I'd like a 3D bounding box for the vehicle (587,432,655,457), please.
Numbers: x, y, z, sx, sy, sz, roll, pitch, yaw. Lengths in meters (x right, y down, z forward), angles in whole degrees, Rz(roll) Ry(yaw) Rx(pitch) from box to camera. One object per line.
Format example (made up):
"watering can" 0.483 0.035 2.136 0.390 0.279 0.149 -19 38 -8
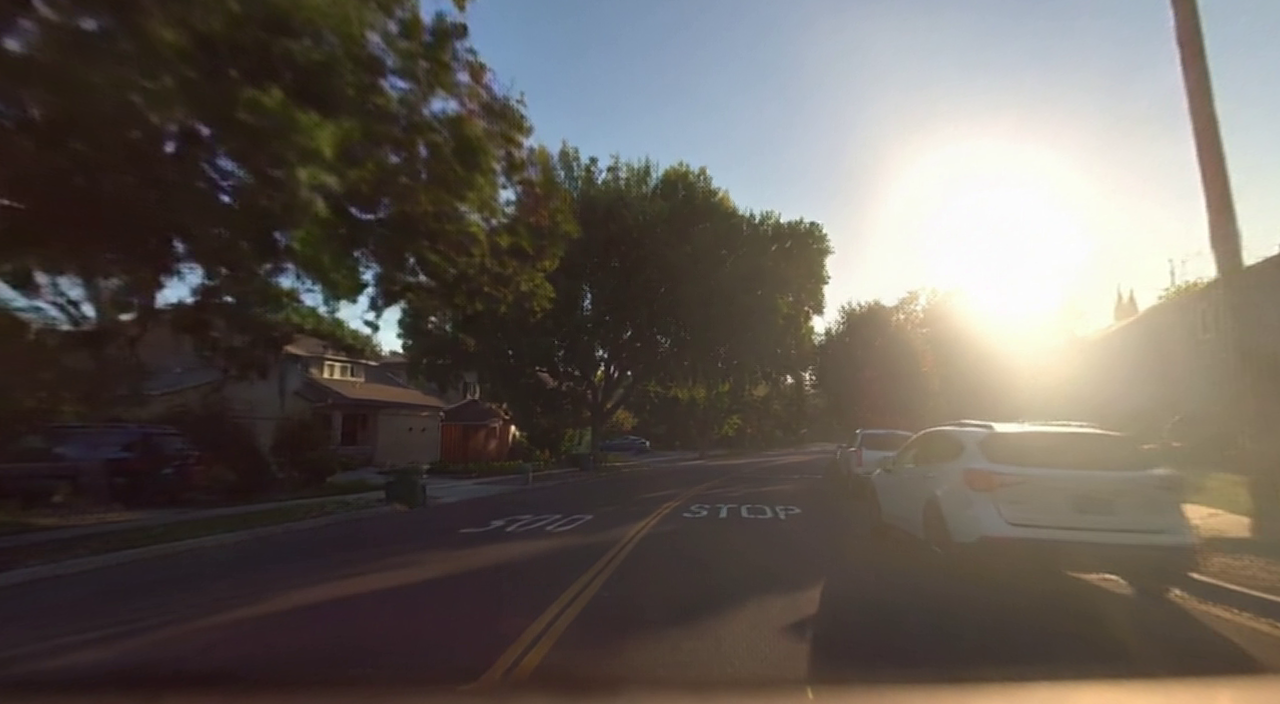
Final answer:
"vehicle" -1.459 7.150 48.499 4.870 1.813 1.910 -4 -9 21

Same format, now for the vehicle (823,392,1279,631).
"vehicle" 3.761 1.473 6.917 2.692 1.649 4.689 -1 -9 8
